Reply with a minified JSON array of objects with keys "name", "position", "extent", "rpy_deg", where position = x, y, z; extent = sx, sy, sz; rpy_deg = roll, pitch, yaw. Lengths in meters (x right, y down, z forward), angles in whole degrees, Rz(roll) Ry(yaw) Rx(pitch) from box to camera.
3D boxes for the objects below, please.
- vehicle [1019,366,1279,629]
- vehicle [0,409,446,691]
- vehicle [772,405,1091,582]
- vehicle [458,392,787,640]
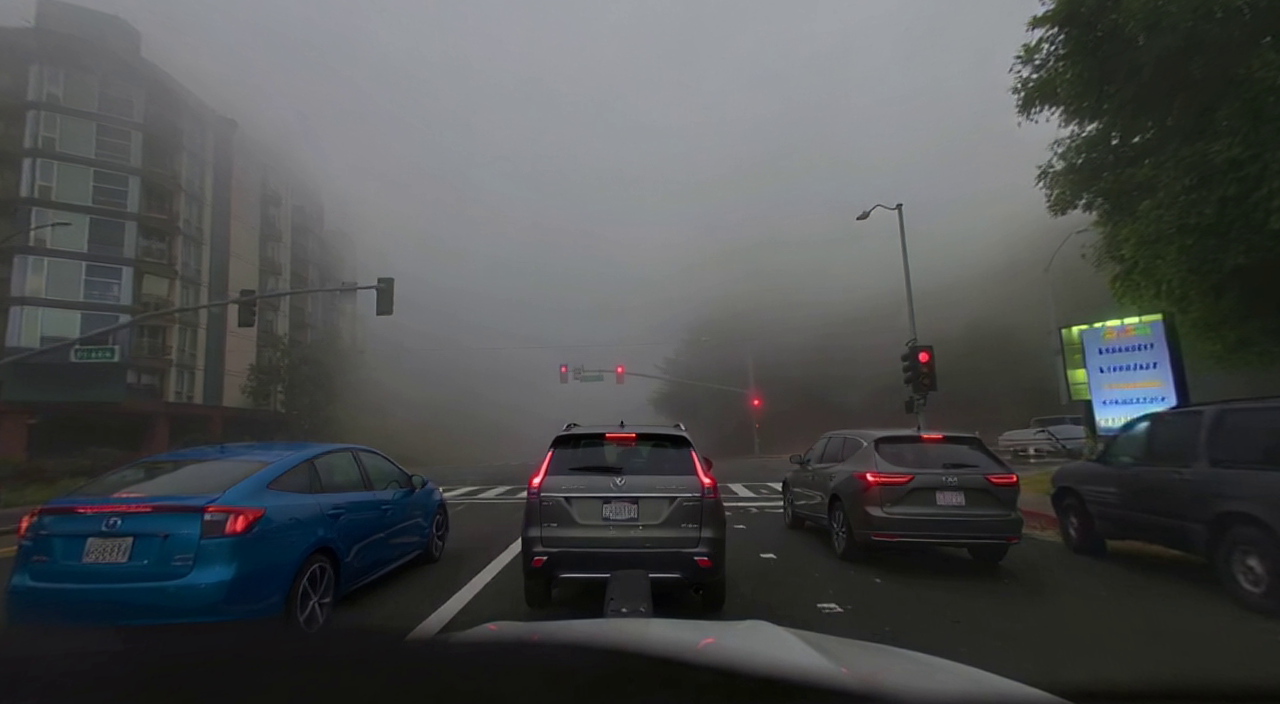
[{"name":"vehicle","position":[5.742,1.240,5.890],"extent":[2.081,1.790,4.839],"rpy_deg":[-1,-9,10]},{"name":"vehicle","position":[-3.550,1.423,5.817],"extent":[1.906,1.524,4.547],"rpy_deg":[0,-8,2]},{"name":"vehicle","position":[3.216,1.665,8.256],"extent":[2.004,1.646,4.554],"rpy_deg":[0,-8,0]},{"name":"vehicle","position":[-0.126,1.418,6.442],"extent":[2.195,1.662,4.262],"rpy_deg":[0,-8,0]}]
